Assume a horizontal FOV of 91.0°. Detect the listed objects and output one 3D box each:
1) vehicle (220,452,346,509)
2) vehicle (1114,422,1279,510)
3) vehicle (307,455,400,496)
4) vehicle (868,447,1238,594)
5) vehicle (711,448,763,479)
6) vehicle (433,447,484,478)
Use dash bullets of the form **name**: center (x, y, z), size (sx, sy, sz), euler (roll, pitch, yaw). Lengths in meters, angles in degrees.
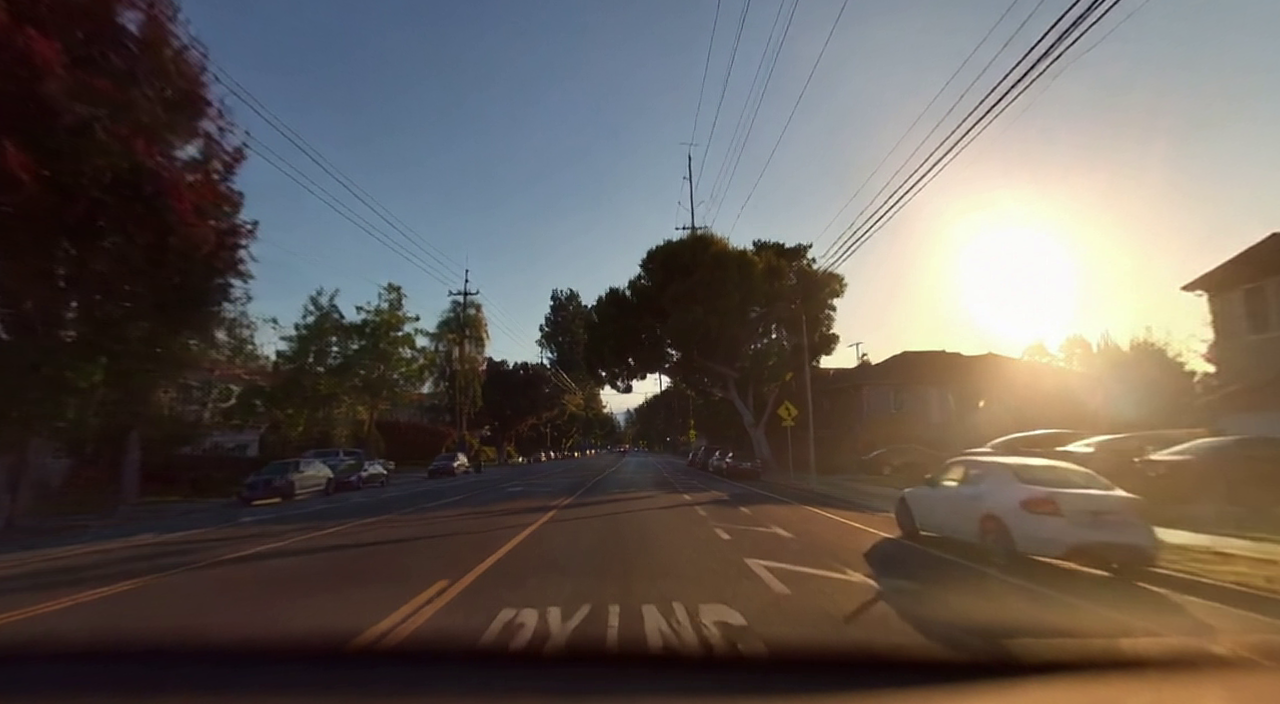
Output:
- **vehicle**: center (-12.357, 4.432, 22.173), size (1.999, 1.650, 4.381), euler (-3, -9, -2)
- **vehicle**: center (12.523, 2.282, 12.780), size (4.110, 1.622, 1.985), euler (0, -9, 0)
- **vehicle**: center (-12.214, 5.275, 27.192), size (1.877, 1.474, 4.419), euler (-2, -9, 1)
- **vehicle**: center (5.043, 2.066, 8.708), size (2.022, 1.464, 4.462), euler (0, -9, -1)
- **vehicle**: center (4.976, 5.726, 32.723), size (1.924, 1.471, 4.259), euler (0, -9, -1)
- **vehicle**: center (-12.194, 7.458, 42.668), size (2.116, 1.875, 4.675), euler (-3, -9, 0)
